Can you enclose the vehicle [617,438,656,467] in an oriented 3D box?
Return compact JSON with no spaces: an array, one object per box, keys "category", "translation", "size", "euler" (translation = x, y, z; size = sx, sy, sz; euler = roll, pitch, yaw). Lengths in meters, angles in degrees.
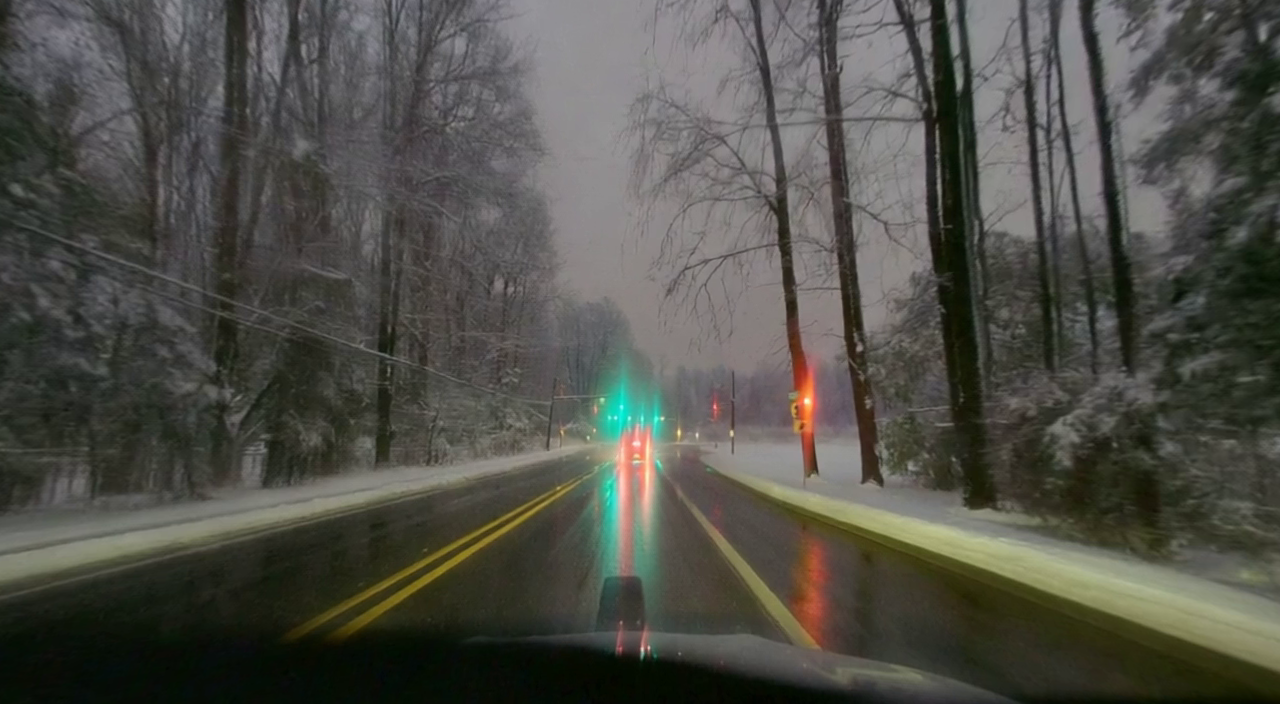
[{"category":"vehicle","translation":[-0.171,5.505,34.728],"size":[2.042,1.489,3.963],"euler":[0,-8,0]}]
